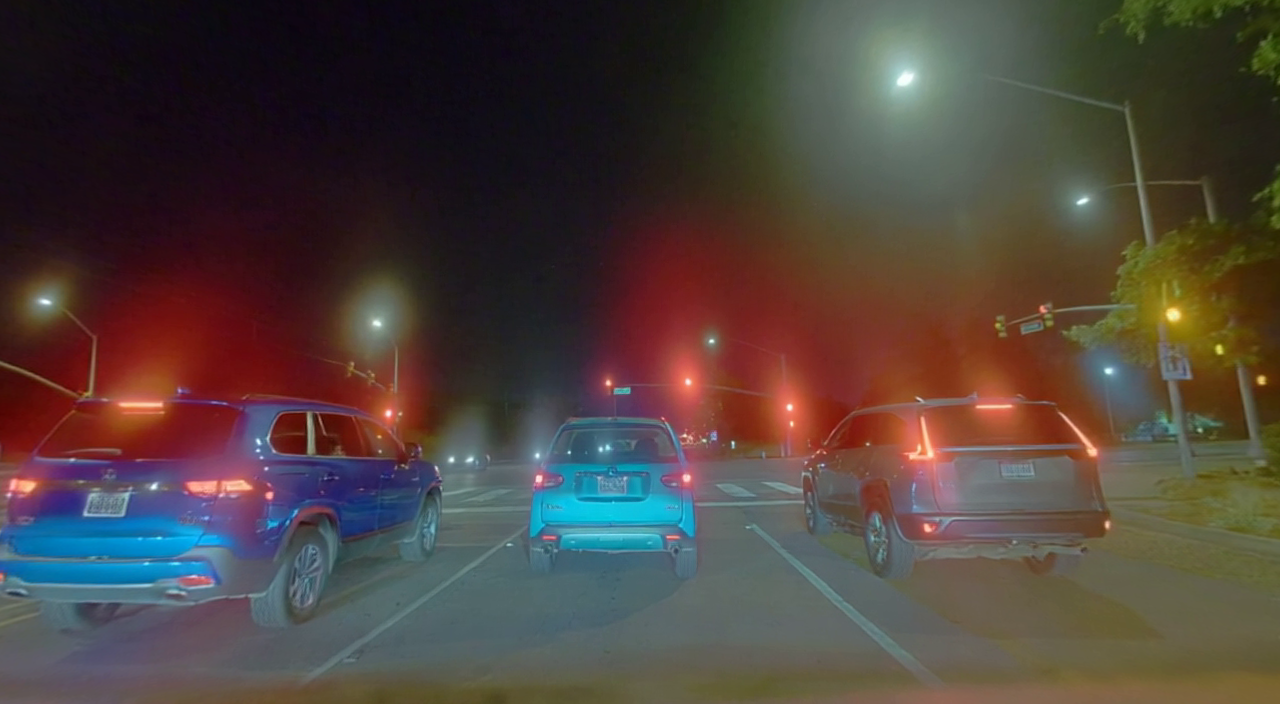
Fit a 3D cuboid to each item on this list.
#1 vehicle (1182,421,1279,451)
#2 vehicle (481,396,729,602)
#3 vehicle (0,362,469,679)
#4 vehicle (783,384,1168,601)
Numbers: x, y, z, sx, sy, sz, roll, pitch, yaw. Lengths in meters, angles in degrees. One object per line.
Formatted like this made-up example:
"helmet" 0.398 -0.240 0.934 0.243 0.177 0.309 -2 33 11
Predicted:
"vehicle" 32.803 4.652 34.753 4.175 1.634 1.877 1 -8 -4
"vehicle" -0.239 1.515 7.319 2.067 1.702 3.987 0 -8 2
"vehicle" -3.280 1.284 5.899 2.047 1.810 4.414 0 -8 1
"vehicle" 3.272 1.484 7.508 2.083 1.779 4.532 0 -8 0
